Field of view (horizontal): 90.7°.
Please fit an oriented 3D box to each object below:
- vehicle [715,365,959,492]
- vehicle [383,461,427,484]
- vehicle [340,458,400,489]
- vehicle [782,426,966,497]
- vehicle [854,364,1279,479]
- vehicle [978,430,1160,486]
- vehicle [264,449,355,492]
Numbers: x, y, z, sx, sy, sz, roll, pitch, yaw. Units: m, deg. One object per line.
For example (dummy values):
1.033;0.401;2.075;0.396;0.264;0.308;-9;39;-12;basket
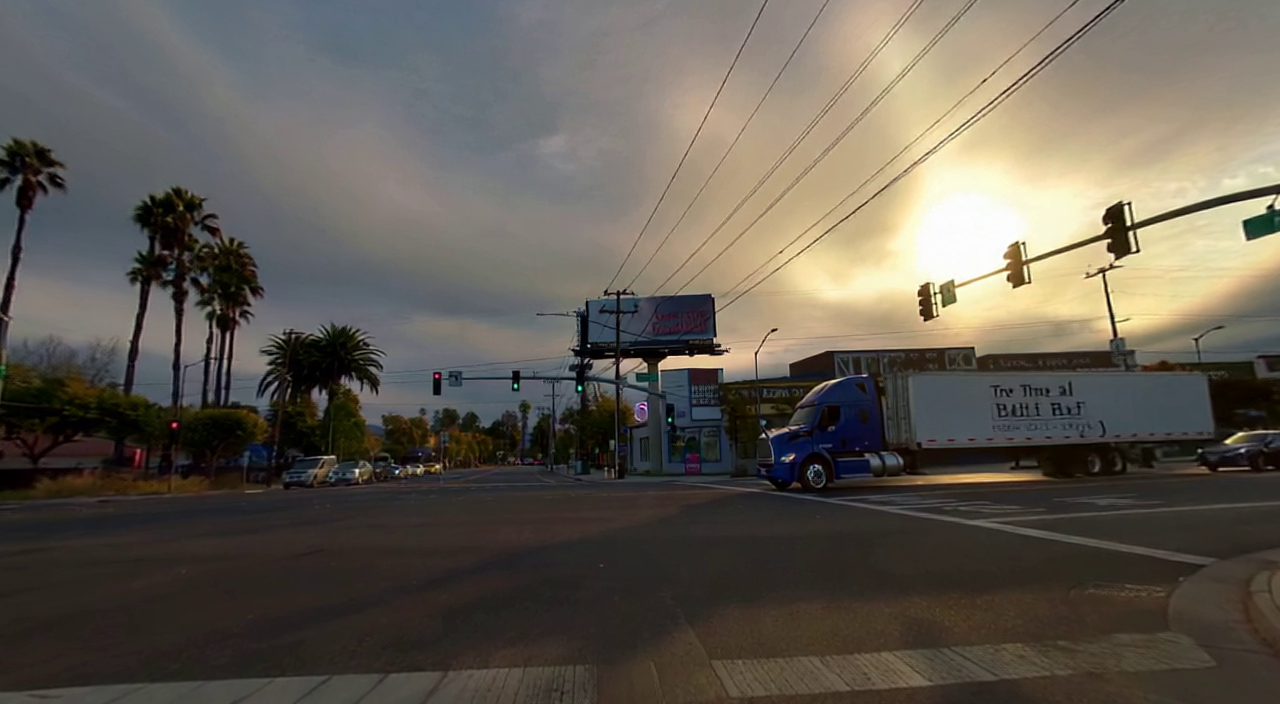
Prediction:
7.281;2.904;24.058;8.167;4.352;3.029;1;-9;-9;vehicle
-18.251;9.377;49.367;1.834;1.521;4.970;0;-9;-4;vehicle
-17.455;7.848;41.181;2.028;1.744;4.876;0;-9;-4;vehicle
7.603;3.593;20.835;5.079;1.893;2.200;-2;-10;-10;vehicle
17.472;2.849;25.727;17.071;4.151;2.876;1;-9;-9;vehicle
14.591;3.632;21.683;4.958;1.510;1.949;-2;-10;-8;vehicle
-21.850;7.836;42.274;2.989;2.573;6.053;0;-9;-2;vehicle
